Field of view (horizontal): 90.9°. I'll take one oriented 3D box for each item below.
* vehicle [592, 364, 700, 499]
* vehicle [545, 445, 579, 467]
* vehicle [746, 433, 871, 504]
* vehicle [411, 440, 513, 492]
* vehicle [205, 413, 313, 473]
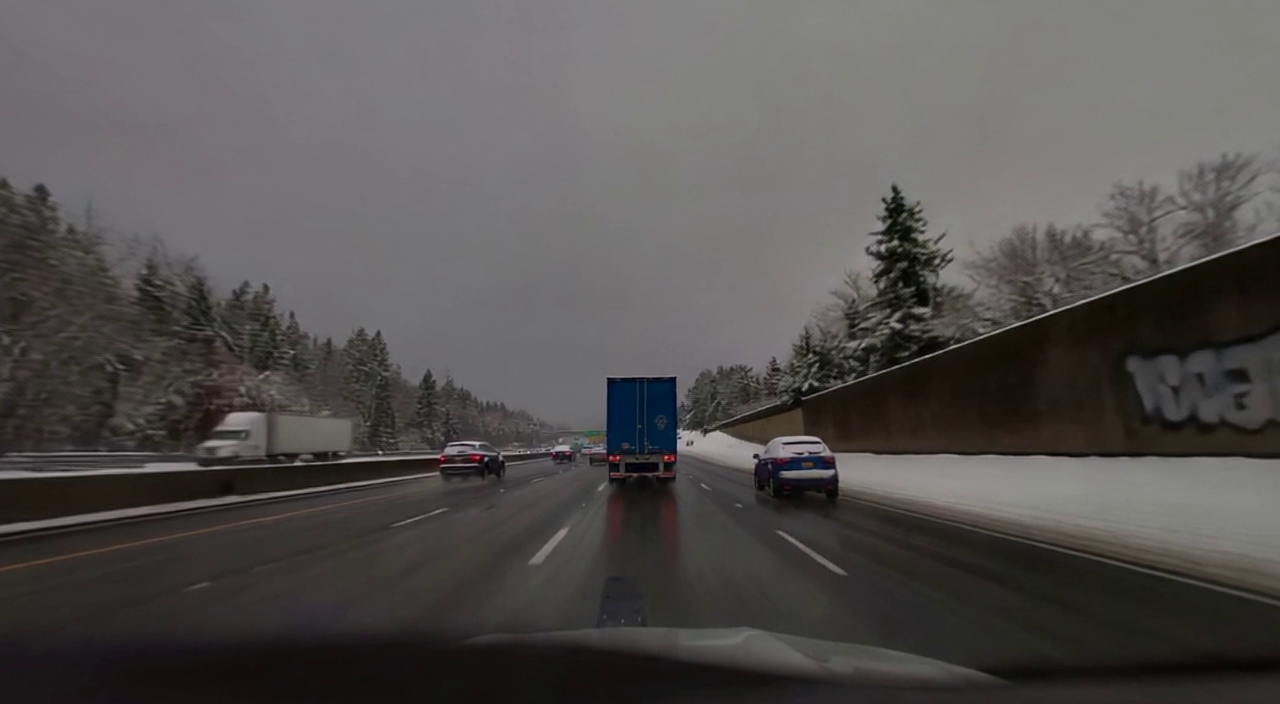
[{"bbox_3d":[0.057,2.910,22.033,2.915,3.661,9.741,0,-9,-1],"label":"vehicle"},{"bbox_3d":[-5.913,7.918,48.162,2.005,1.607,4.042,0,-9,1],"label":"vehicle"},{"bbox_3d":[4.447,3.160,17.453,2.205,1.689,4.403,0,-9,0],"label":"vehicle"},{"bbox_3d":[-6.273,4.068,22.884,2.134,1.662,4.851,-1,-9,2],"label":"vehicle"},{"bbox_3d":[-24.630,6.008,41.181,2.951,3.577,6.186,-1,-9,2],"label":"vehicle"}]
